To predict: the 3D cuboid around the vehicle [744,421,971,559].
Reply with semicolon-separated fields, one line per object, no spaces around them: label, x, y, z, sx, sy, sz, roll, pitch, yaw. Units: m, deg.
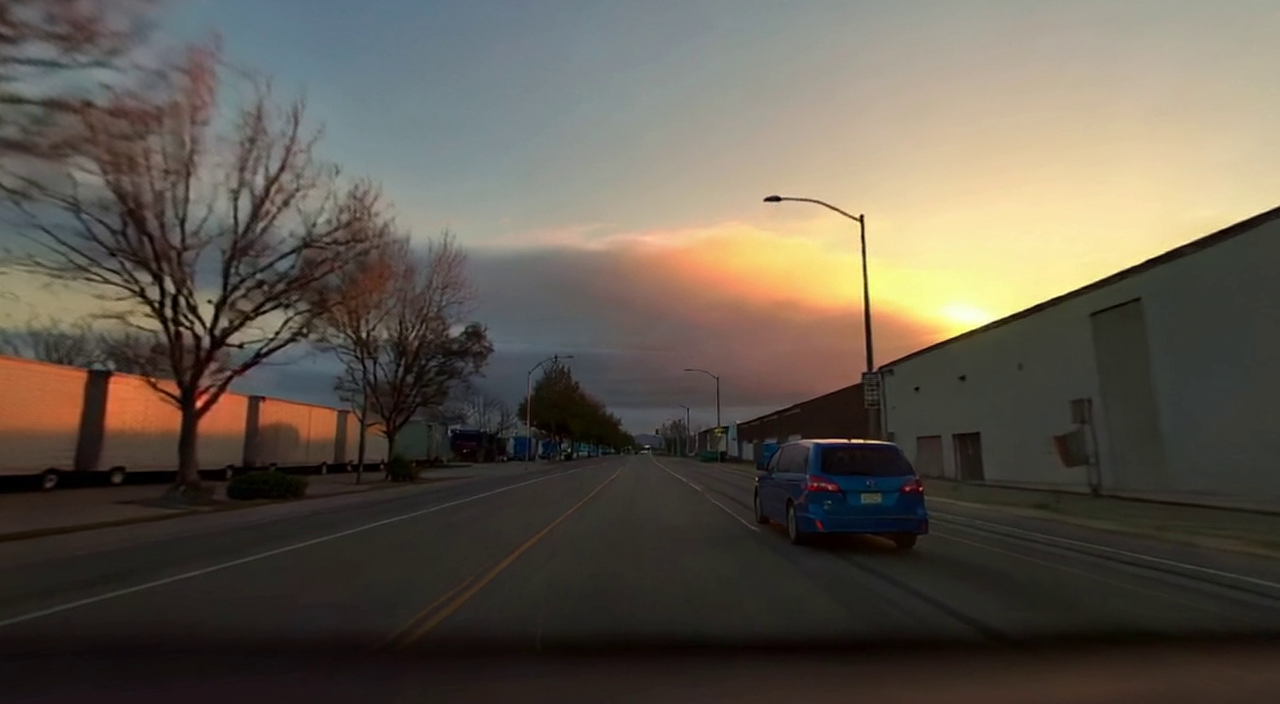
vehicle;3.337;2.235;10.966;2.202;1.822;4.826;0;-9;0
